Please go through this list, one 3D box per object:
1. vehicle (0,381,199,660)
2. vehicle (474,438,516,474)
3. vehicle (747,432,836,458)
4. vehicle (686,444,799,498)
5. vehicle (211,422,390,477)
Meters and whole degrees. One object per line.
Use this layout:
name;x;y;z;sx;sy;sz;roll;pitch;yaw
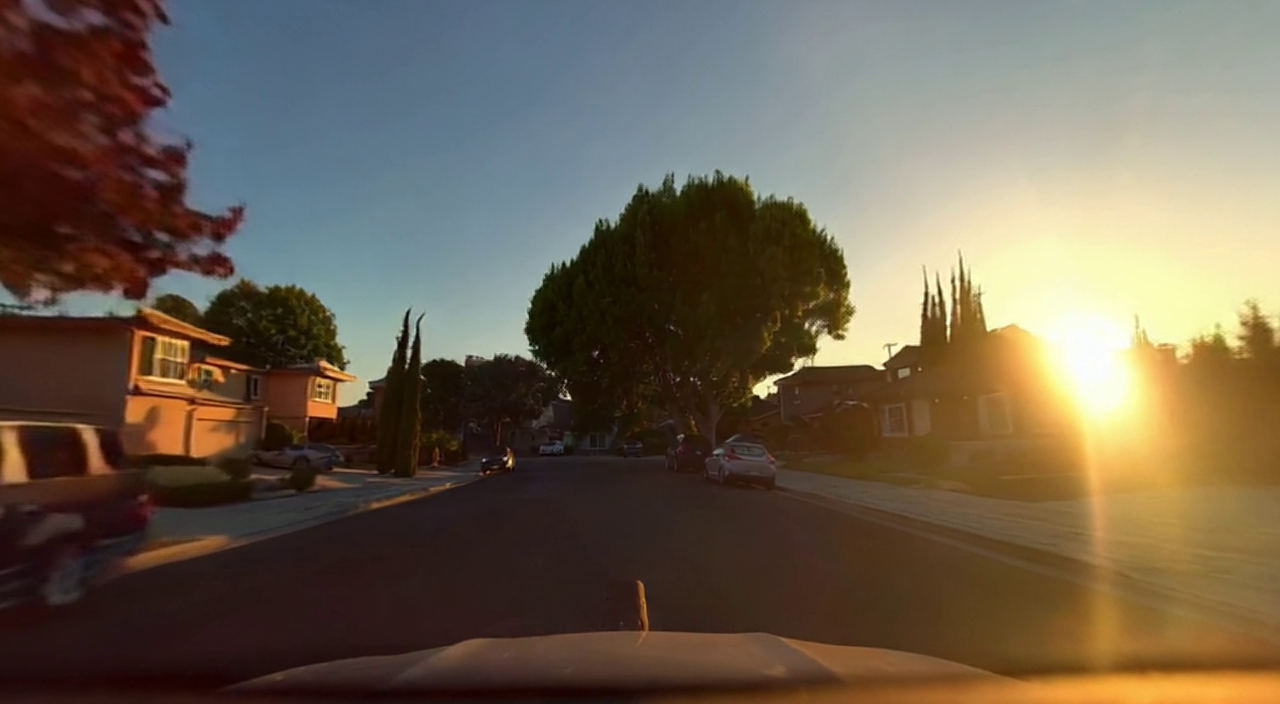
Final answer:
vehicle;-5.375;1.046;3.735;2.215;1.859;4.765;1;-8;-3
vehicle;-8.242;5.842;35.734;1.976;1.855;4.299;3;-8;-16
vehicle;9.154;5.649;38.285;4.940;1.477;2.015;3;-8;-21
vehicle;3.016;3.631;19.831;1.984;1.437;4.726;0;-8;-11
vehicle;-13.736;3.988;26.094;6.197;1.824;2.113;0;-9;-19
